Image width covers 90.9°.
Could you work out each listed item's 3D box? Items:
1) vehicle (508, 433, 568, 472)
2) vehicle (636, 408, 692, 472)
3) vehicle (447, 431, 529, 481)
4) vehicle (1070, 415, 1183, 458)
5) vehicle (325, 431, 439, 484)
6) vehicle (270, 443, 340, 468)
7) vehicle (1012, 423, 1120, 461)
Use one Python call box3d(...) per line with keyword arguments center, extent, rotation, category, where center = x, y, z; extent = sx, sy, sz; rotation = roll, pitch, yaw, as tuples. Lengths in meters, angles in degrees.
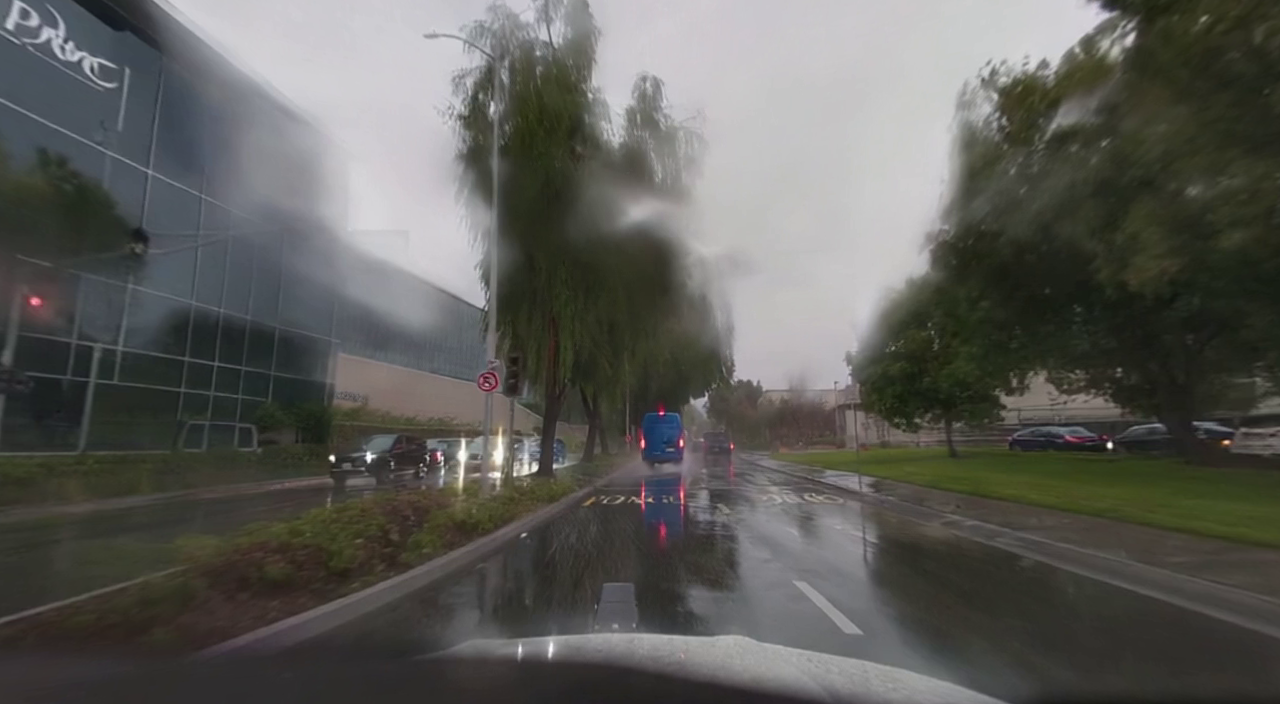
box3d(center=(-4.749, 4.788, 30.048), extent=(1.935, 1.633, 4.247), rotation=(-2, -9, 3), category="vehicle")
box3d(center=(1.266, 4.257, 30.601), extent=(2.435, 2.816, 5.232), rotation=(-1, -8, 5), category="vehicle")
box3d(center=(-5.279, 3.698, 22.386), extent=(1.893, 1.587, 3.595), rotation=(-1, -9, 2), category="vehicle")
box3d(center=(19.813, 3.541, 25.879), extent=(1.776, 1.463, 3.803), rotation=(-4, -11, 5), category="vehicle")
box3d(center=(-8.784, 3.654, 21.935), extent=(1.891, 1.575, 4.559), rotation=(-2, -9, 3), category="vehicle")
box3d(center=(-20.651, 6.319, 38.734), extent=(4.373, 1.385, 1.827), rotation=(-5, -9, 33), category="vehicle")
box3d(center=(17.348, 3.715, 25.899), extent=(1.759, 1.433, 3.862), rotation=(-1, -8, 2), category="vehicle")
